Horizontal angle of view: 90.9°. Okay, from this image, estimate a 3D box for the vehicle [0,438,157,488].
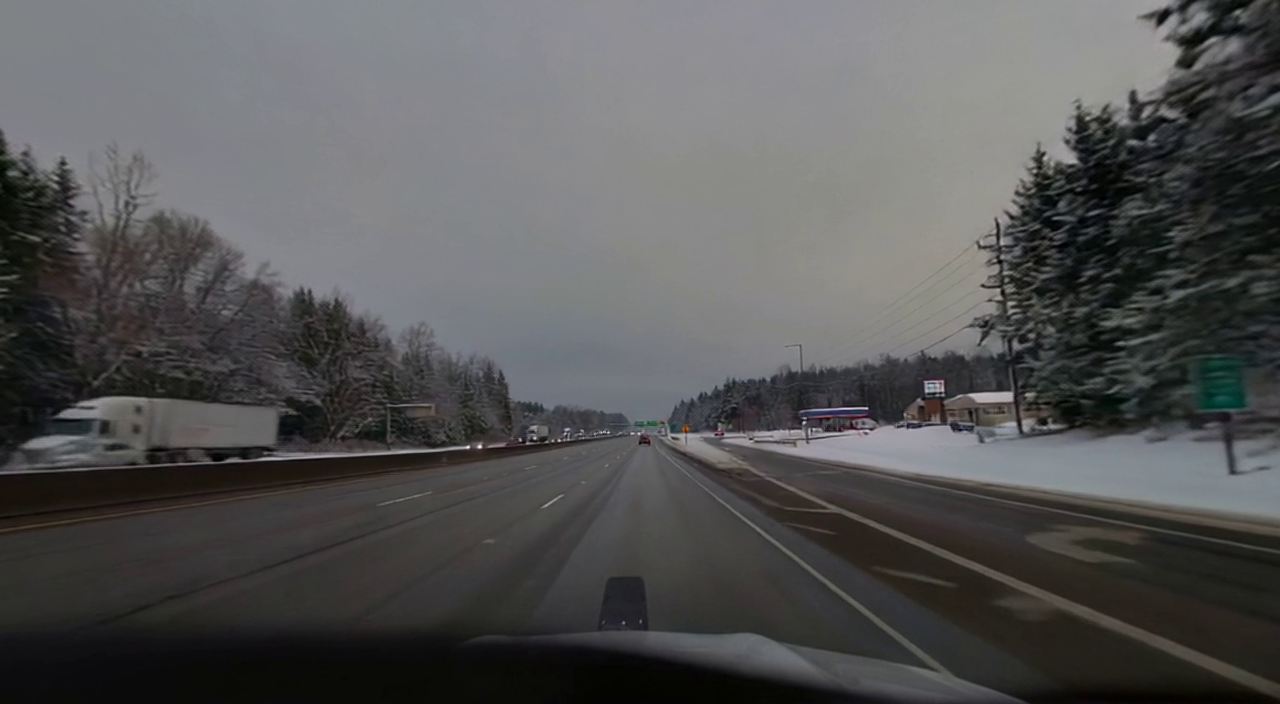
[{"bbox_3d":[-22.606,4.298,24.960,1.989,1.705,6.263,0,-8,0],"label":"vehicle"}]

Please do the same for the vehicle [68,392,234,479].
[{"bbox_3d":[-27.309,4.761,35.924,3.154,4.285,7.732,-1,-8,0],"label":"vehicle"}]
